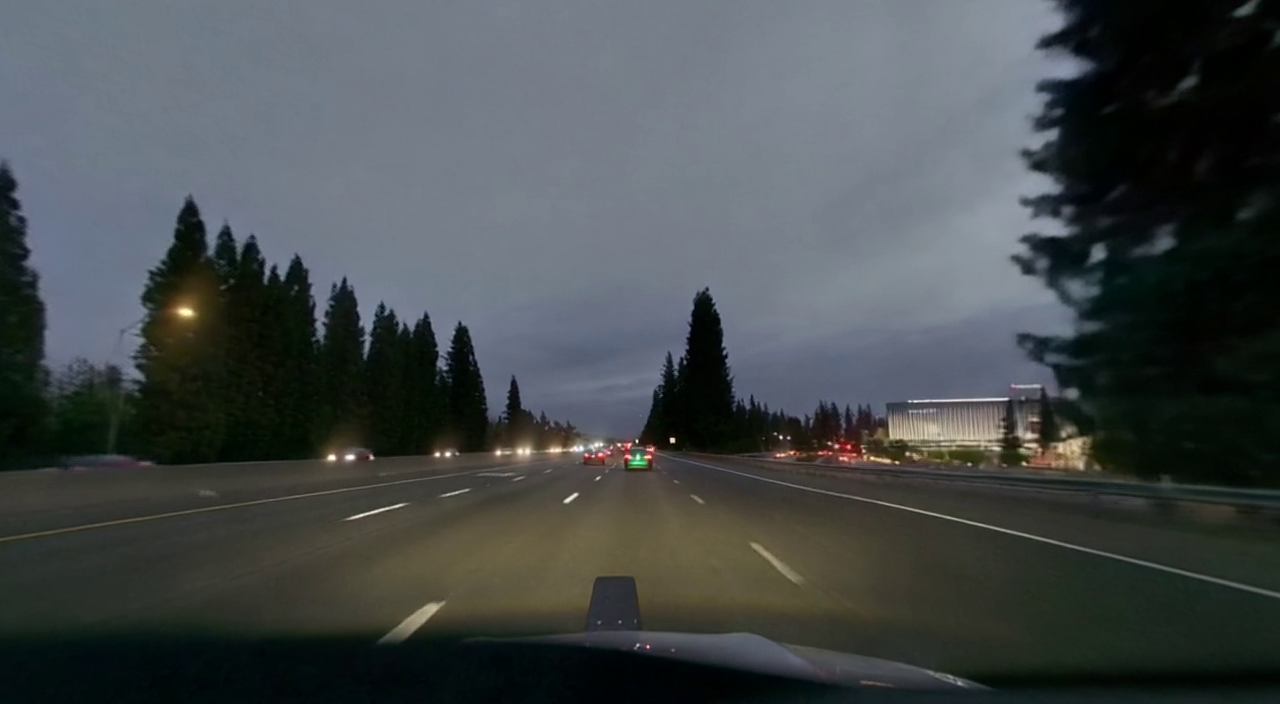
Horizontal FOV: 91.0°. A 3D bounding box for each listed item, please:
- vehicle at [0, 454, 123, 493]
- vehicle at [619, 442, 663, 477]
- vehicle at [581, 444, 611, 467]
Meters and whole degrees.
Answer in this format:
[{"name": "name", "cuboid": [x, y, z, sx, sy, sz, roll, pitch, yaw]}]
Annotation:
[{"name": "vehicle", "cuboid": [-30.031, 6.226, 32.753, 2.054, 1.774, 4.953, 0, -9, 0]}, {"name": "vehicle", "cuboid": [0.026, 5.896, 34.786, 2.302, 1.810, 4.707, 0, -9, -1]}, {"name": "vehicle", "cuboid": [-3.435, 8.164, 49.790, 2.049, 1.659, 4.183, 0, -9, 0]}]
